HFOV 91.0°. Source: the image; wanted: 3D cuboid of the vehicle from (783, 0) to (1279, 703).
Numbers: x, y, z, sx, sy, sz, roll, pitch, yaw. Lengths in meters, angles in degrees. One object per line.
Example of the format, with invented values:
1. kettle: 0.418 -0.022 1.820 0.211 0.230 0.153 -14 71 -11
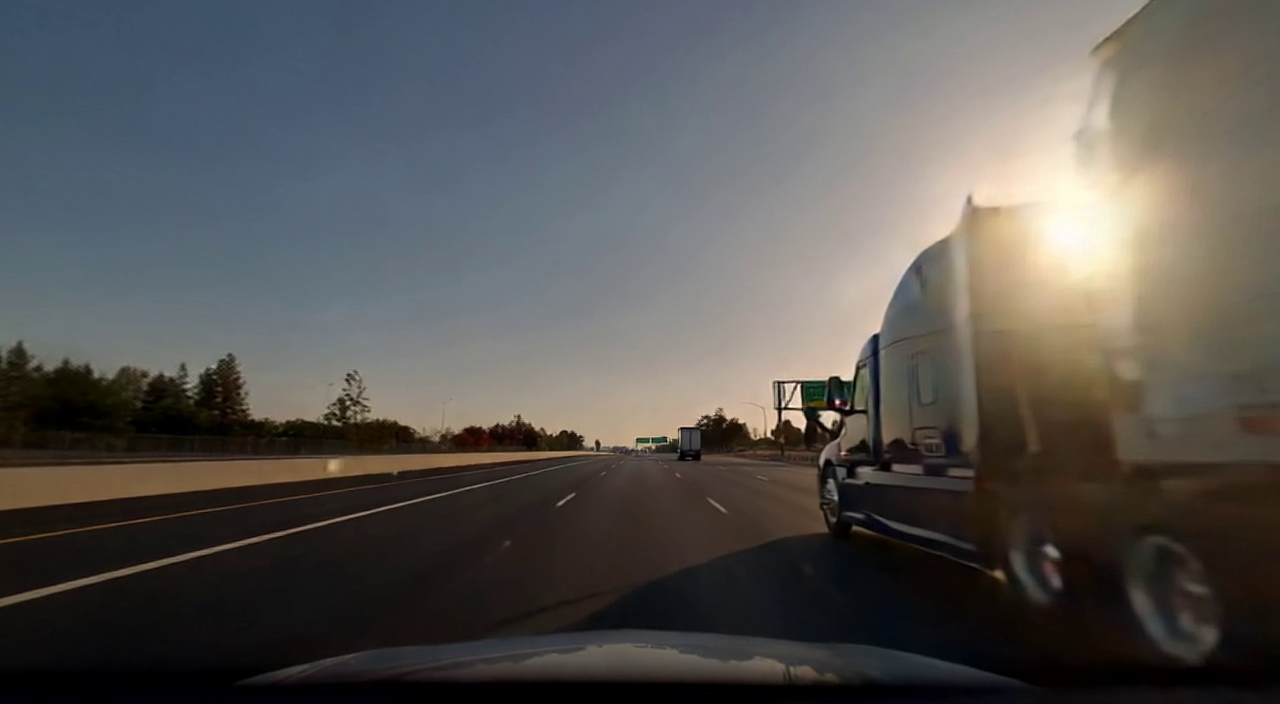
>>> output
1. vehicle: 3.562 0.114 5.186 2.998 3.820 8.356 0 -9 2
